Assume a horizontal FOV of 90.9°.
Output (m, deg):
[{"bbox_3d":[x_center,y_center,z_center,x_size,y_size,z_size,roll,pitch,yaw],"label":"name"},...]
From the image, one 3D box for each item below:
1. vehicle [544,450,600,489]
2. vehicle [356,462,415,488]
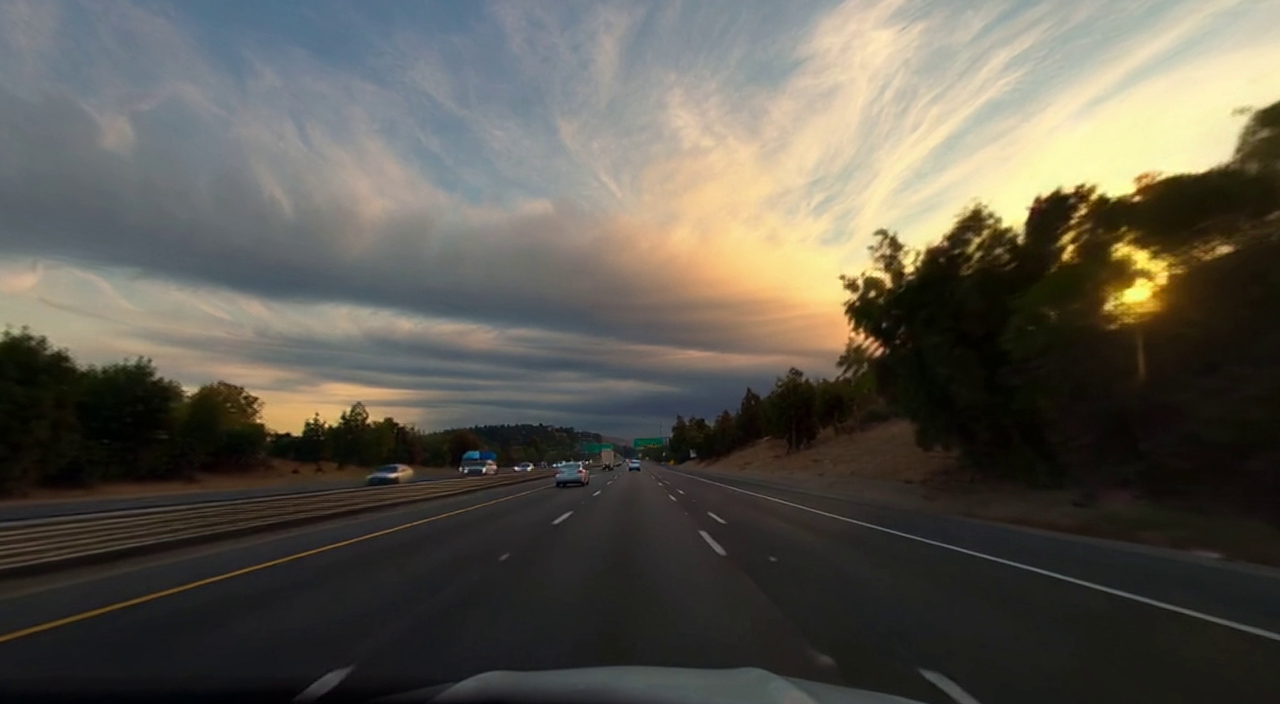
[{"bbox_3d":[-3.506,6.220,33.381,2.390,1.879,4.423,1,-10,1],"label":"vehicle"},{"bbox_3d":[-15.654,7.589,38.972,1.841,1.497,4.052,0,-10,1],"label":"vehicle"}]
